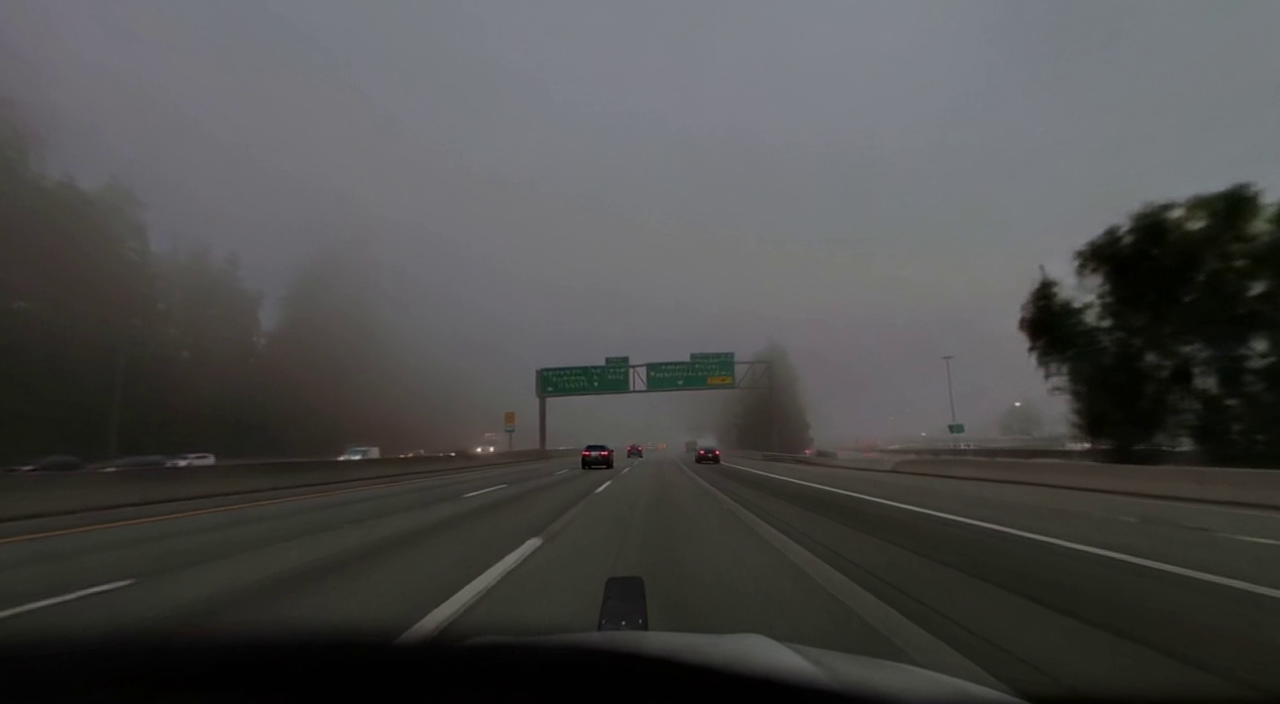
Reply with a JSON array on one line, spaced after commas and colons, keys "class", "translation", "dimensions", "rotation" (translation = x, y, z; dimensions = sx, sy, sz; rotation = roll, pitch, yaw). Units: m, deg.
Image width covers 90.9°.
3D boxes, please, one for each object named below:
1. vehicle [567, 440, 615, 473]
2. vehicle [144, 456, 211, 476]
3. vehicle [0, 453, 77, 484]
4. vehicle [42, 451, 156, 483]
[{"class": "vehicle", "translation": [-2.698, 5.904, 35.769], "dimensions": [2.196, 1.733, 4.355], "rotation": [0, -8, 2]}, {"class": "vehicle", "translation": [-35.307, 8.710, 48.305], "dimensions": [1.760, 1.402, 4.340], "rotation": [0, -8, 2]}, {"class": "vehicle", "translation": [-33.168, 6.214, 33.809], "dimensions": [1.879, 1.471, 4.447], "rotation": [0, -8, 0]}, {"class": "vehicle", "translation": [-27.253, 5.791, 31.981], "dimensions": [1.806, 1.450, 4.352], "rotation": [0, -8, 2]}]
